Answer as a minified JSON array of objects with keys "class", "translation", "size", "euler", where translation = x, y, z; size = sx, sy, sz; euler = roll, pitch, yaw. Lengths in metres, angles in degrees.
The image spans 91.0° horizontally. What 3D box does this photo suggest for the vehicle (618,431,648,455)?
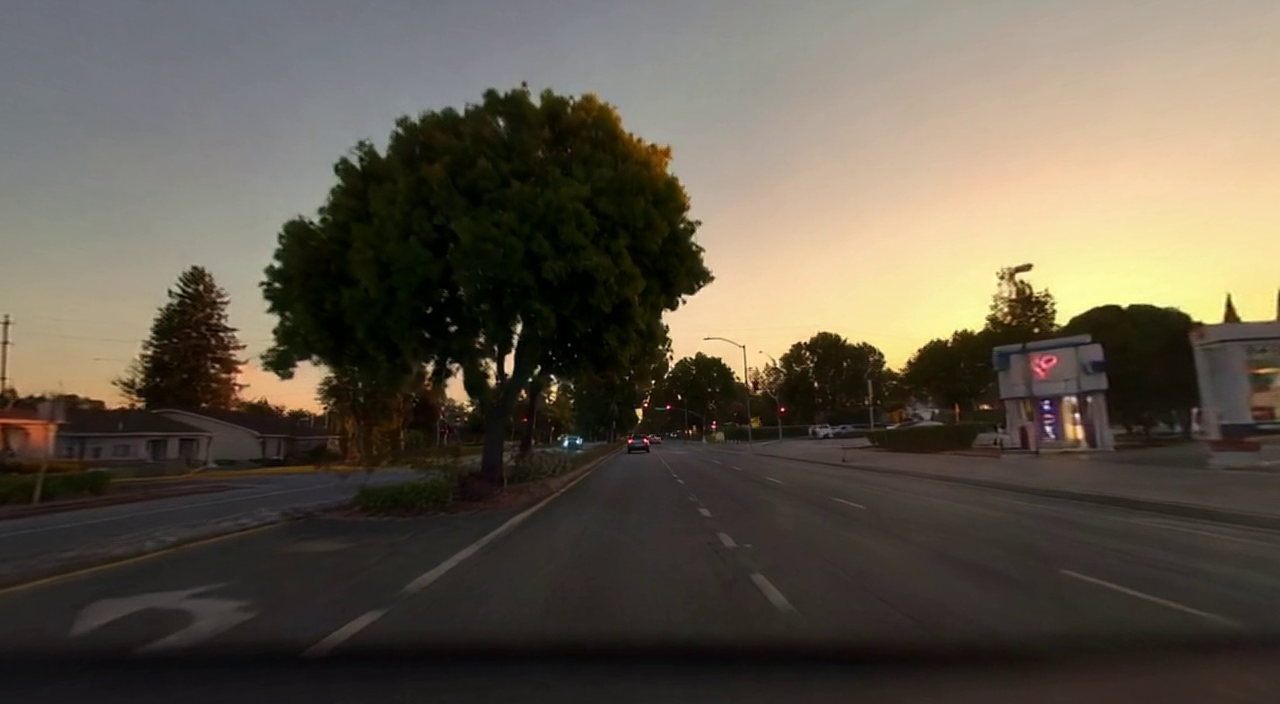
[{"class":"vehicle","translation":[-0.512,6.907,47.623],"size":[2.146,1.742,4.095],"euler":[0,-8,-1]}]
